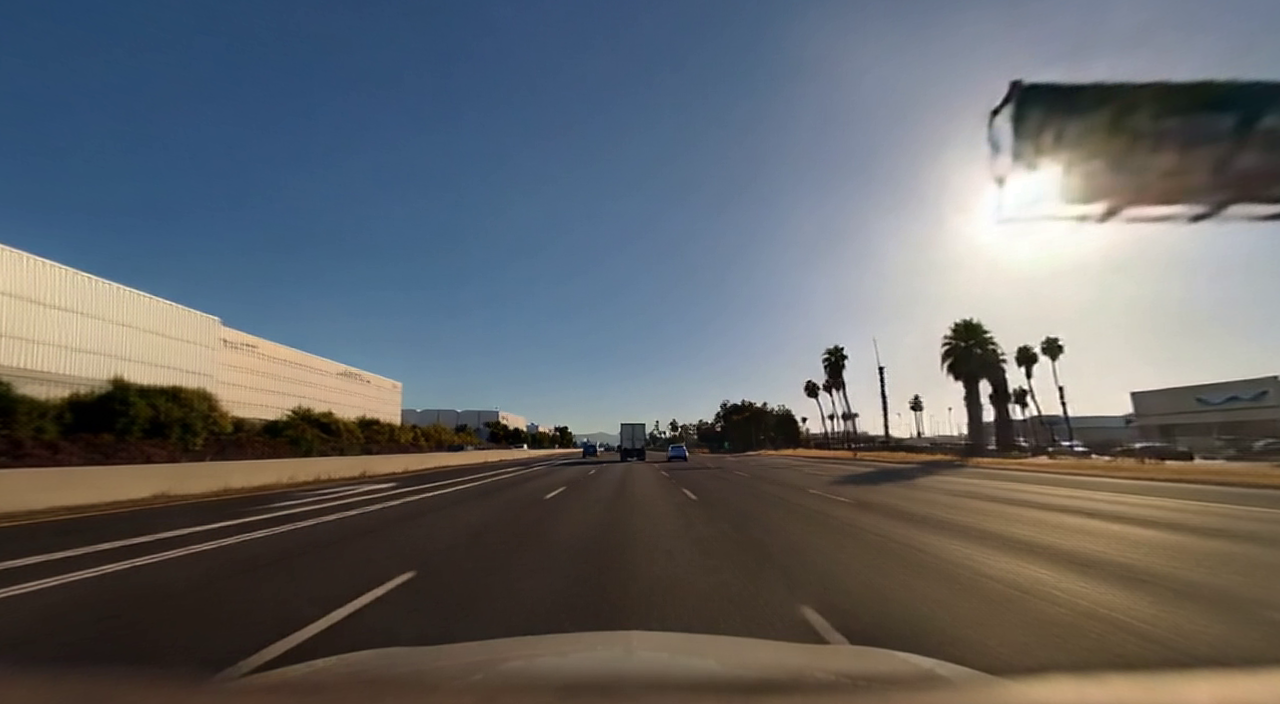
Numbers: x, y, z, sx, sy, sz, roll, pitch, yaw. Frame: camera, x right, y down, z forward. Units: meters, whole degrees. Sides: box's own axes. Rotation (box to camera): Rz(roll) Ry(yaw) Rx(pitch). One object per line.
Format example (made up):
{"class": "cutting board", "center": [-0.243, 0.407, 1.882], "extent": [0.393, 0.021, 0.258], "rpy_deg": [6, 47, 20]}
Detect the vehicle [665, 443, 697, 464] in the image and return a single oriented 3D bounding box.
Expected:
{"class": "vehicle", "center": [3.049, 7.679, 47.969], "extent": [2.049, 1.485, 4.106], "rpy_deg": [0, -8, -1]}

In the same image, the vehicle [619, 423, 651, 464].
{"class": "vehicle", "center": [-0.452, 7.111, 48.986], "extent": [2.364, 2.953, 6.495], "rpy_deg": [0, -8, -2]}
